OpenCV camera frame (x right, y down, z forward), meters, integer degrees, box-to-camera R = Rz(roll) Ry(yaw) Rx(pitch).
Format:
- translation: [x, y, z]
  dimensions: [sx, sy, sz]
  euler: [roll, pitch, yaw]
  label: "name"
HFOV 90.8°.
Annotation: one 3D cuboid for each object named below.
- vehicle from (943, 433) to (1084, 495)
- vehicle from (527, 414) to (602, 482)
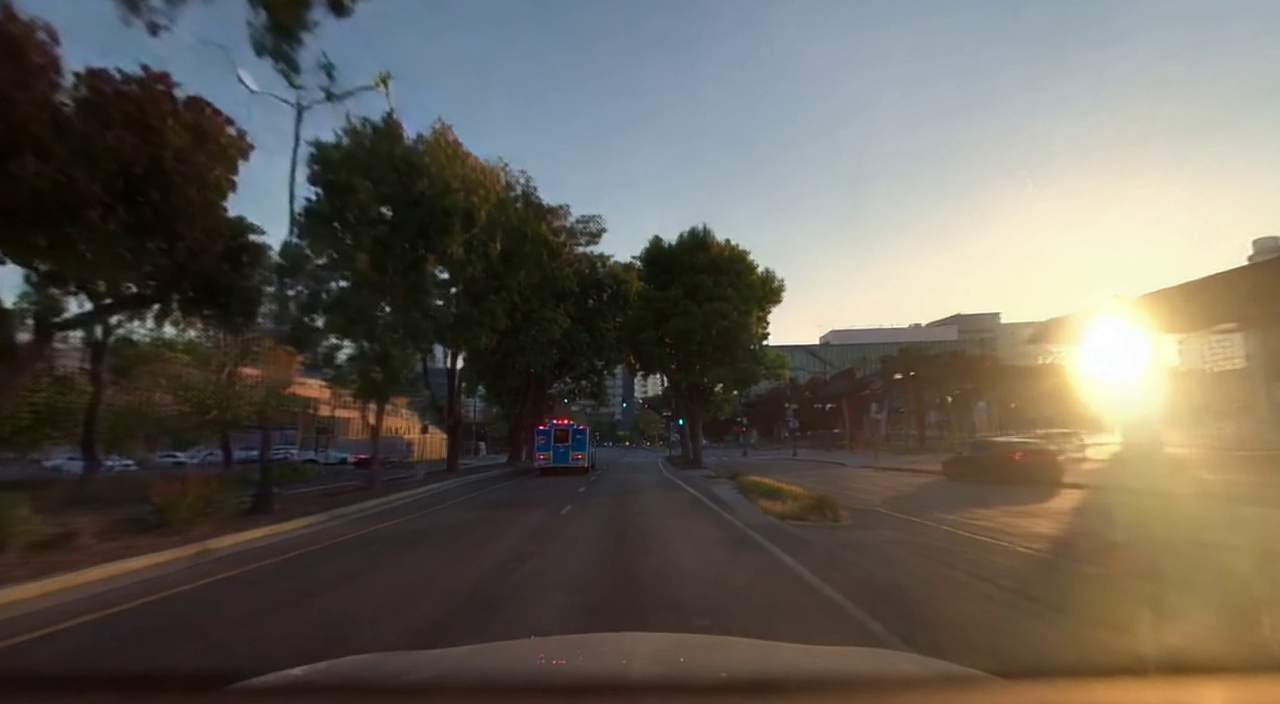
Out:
- translation: [11.615, 3.488, 20.074]
  dimensions: [1.980, 1.719, 4.422]
  euler: [-1, -9, 4]
  label: "vehicle"
- translation: [-3.307, 4.405, 29.106]
  dimensions: [2.633, 2.787, 5.796]
  euler: [0, -9, 1]
  label: "vehicle"
